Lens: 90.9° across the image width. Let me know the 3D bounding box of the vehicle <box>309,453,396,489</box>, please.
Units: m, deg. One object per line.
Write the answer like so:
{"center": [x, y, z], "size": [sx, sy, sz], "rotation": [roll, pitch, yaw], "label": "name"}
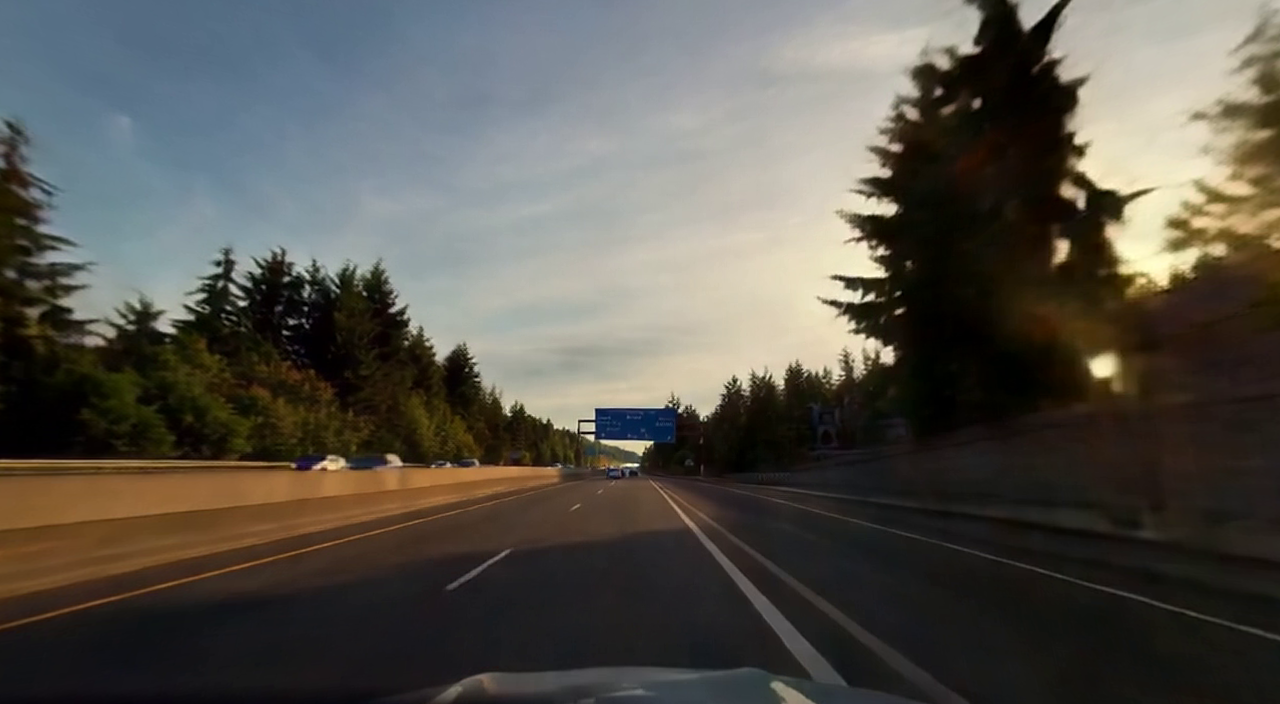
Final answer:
{"center": [-12.876, 5.370, 28.527], "size": [1.815, 1.452, 4.391], "rotation": [1, -11, 0], "label": "vehicle"}
